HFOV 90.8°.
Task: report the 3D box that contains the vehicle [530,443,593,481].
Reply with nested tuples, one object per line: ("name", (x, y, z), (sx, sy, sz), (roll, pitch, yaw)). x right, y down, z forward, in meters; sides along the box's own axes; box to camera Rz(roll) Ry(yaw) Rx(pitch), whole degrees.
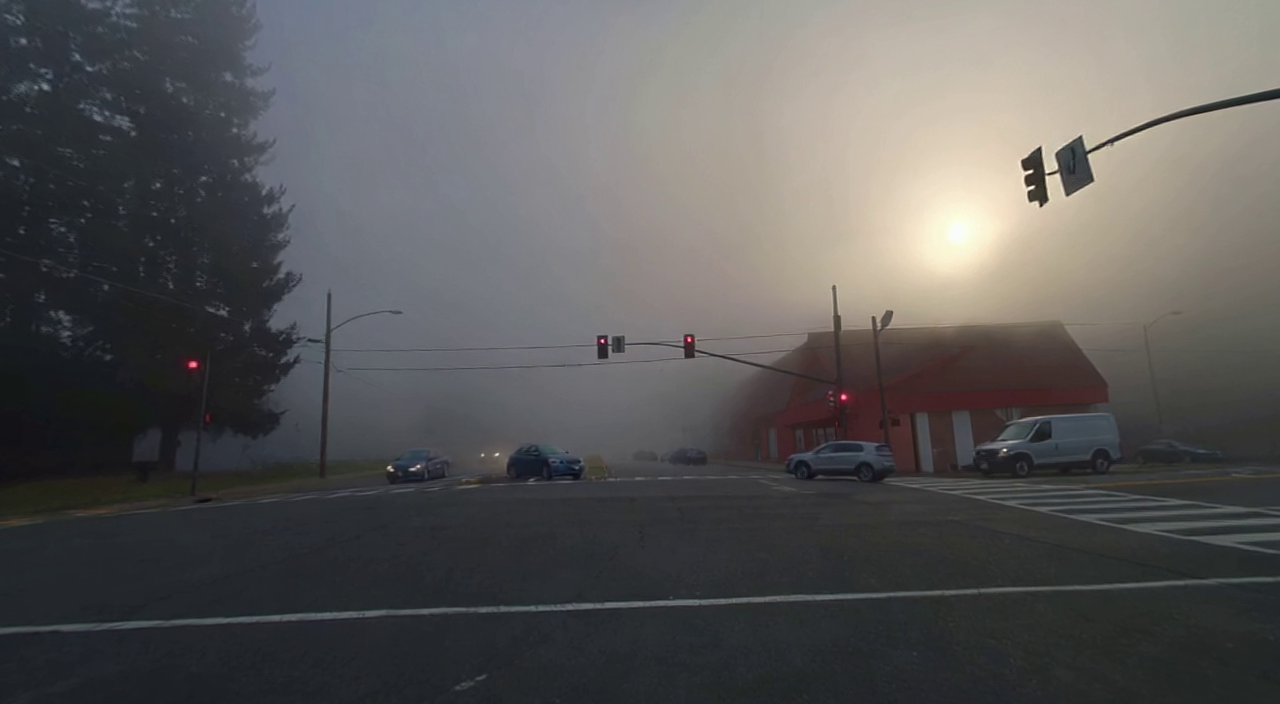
("vehicle", (-3.305, 4.434, 25.832), (1.846, 1.416, 4.228), (2, -9, -17))

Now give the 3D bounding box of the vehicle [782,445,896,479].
("vehicle", (9.204, 5.056, 29.319), (4.828, 1.453, 1.919), (-3, -9, 19))

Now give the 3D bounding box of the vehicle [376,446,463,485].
("vehicle", (-8.920, 4.617, 26.009), (2.024, 1.460, 4.381), (0, -9, 0))

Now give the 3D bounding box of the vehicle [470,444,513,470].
("vehicle", (-8.978, 6.362, 38.494), (1.779, 1.460, 4.463), (1, -9, -4))

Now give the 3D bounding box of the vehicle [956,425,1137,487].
("vehicle", (14.856, 3.773, 23.126), (5.910, 2.046, 2.228), (3, -9, -19))
